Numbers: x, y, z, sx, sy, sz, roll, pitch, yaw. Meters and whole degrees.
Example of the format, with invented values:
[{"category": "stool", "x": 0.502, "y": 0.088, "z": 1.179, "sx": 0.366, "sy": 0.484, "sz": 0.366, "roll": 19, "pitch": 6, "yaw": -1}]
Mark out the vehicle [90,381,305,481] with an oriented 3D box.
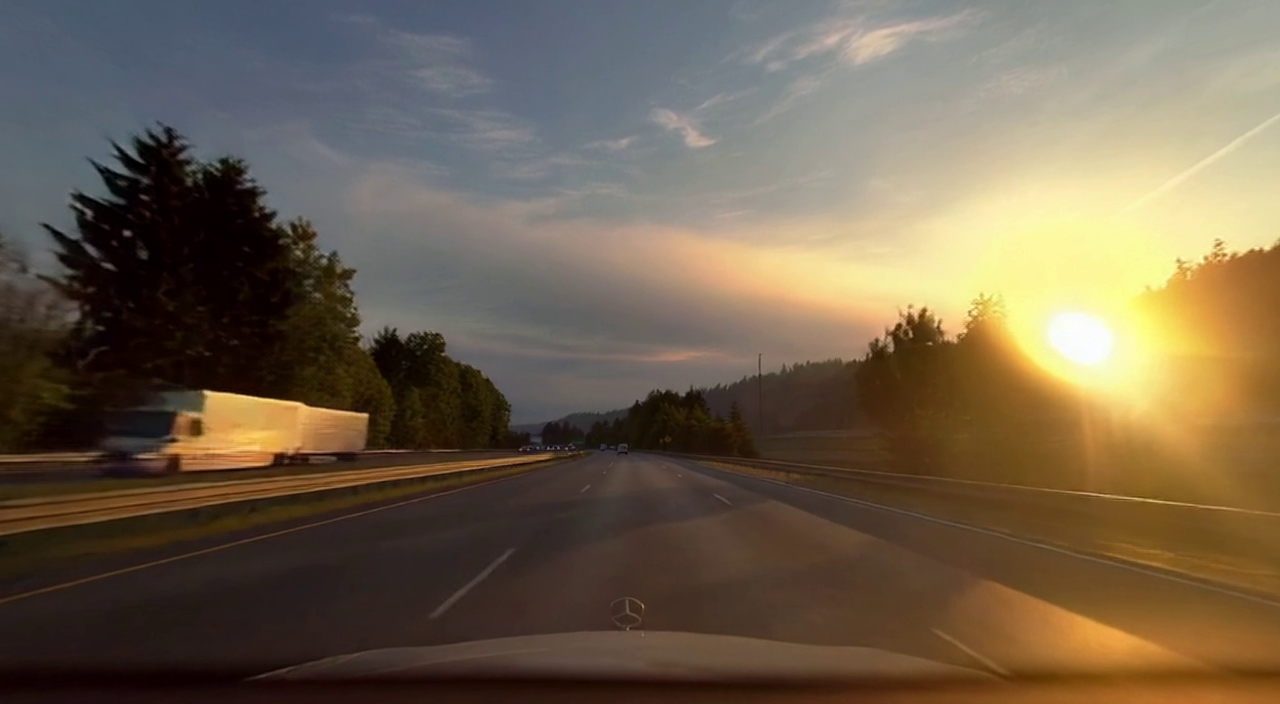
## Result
[{"category": "vehicle", "x": -16.151, "y": 3.082, "z": 23.910, "sx": 2.828, "sy": 3.195, "sz": 7.192, "roll": 0, "pitch": -9, "yaw": 0}]
